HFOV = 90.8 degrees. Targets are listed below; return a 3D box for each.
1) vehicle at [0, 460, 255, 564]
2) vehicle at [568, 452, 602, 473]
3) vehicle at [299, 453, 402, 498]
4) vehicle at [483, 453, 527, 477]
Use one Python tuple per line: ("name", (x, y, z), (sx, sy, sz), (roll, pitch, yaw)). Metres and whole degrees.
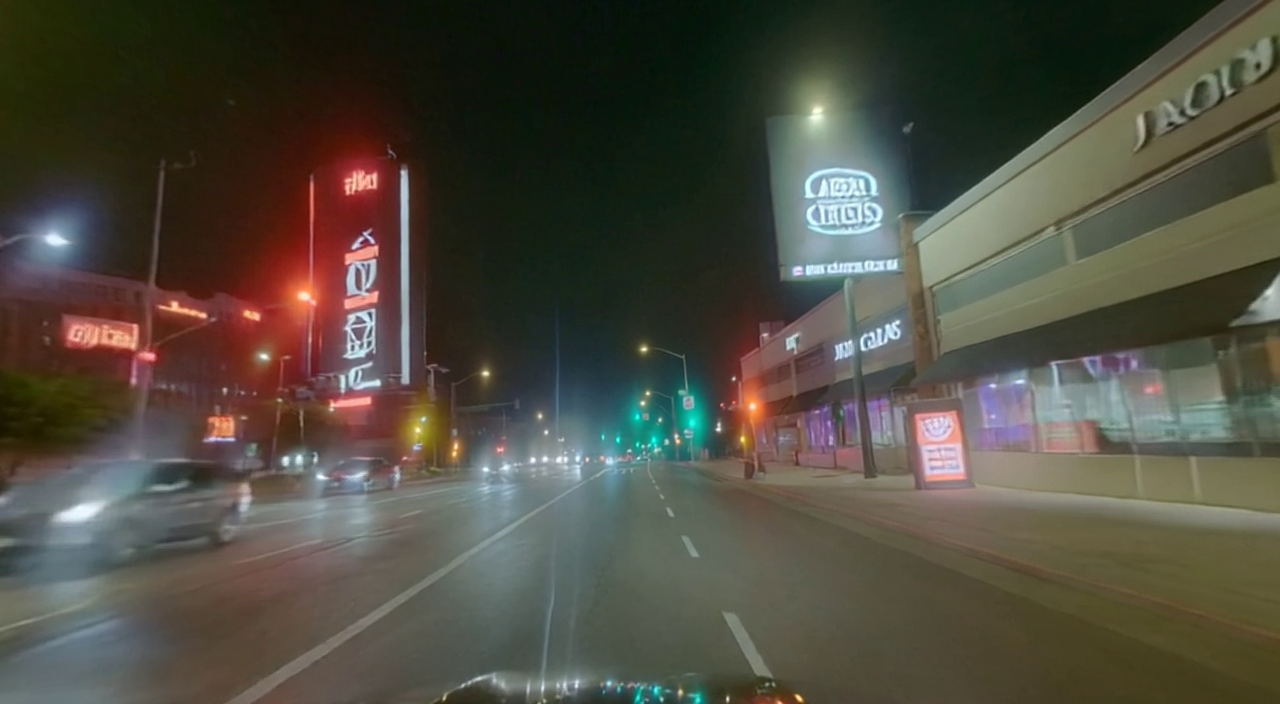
("vehicle", (-9.496, 2.768, 11.638), (2.050, 1.457, 4.338), (0, -9, 0))
("vehicle", (-3.897, 7.852, 45.192), (1.962, 1.420, 4.021), (-1, -9, 2))
("vehicle", (-13.034, 5.551, 28.881), (2.347, 1.857, 4.860), (0, -9, 0))
("vehicle", (-9.691, 8.117, 45.637), (1.994, 1.550, 5.009), (-1, -9, 1))
